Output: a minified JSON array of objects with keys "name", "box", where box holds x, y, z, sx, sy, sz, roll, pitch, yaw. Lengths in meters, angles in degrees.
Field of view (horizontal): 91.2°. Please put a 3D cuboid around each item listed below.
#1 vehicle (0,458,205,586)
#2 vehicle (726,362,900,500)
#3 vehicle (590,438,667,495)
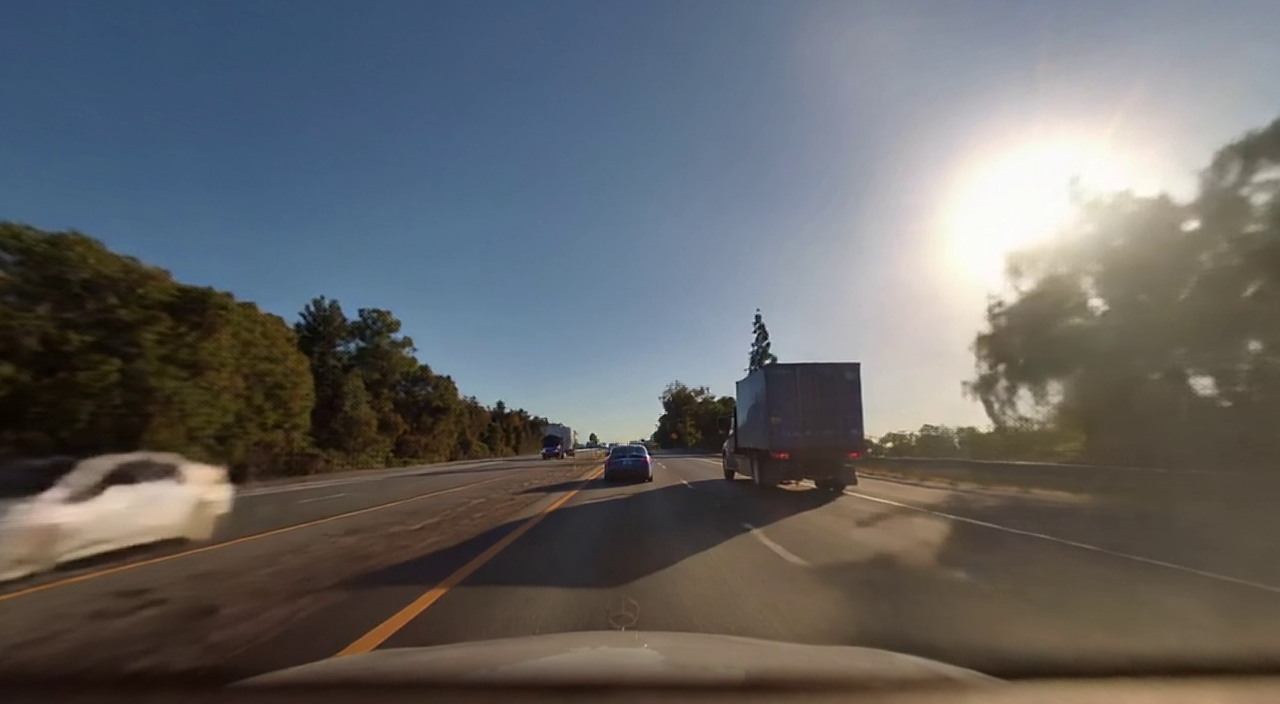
[{"name":"vehicle","box":[-8.876,2.410,9.473,1.844,1.501,3.817,-1,-9,-1]},{"name":"vehicle","box":[4.539,2.371,18.307,2.791,3.201,7.145,0,-9,-2]},{"name":"vehicle","box":[-0.319,3.391,18.857,2.066,1.490,3.759,-1,-9,0]}]
